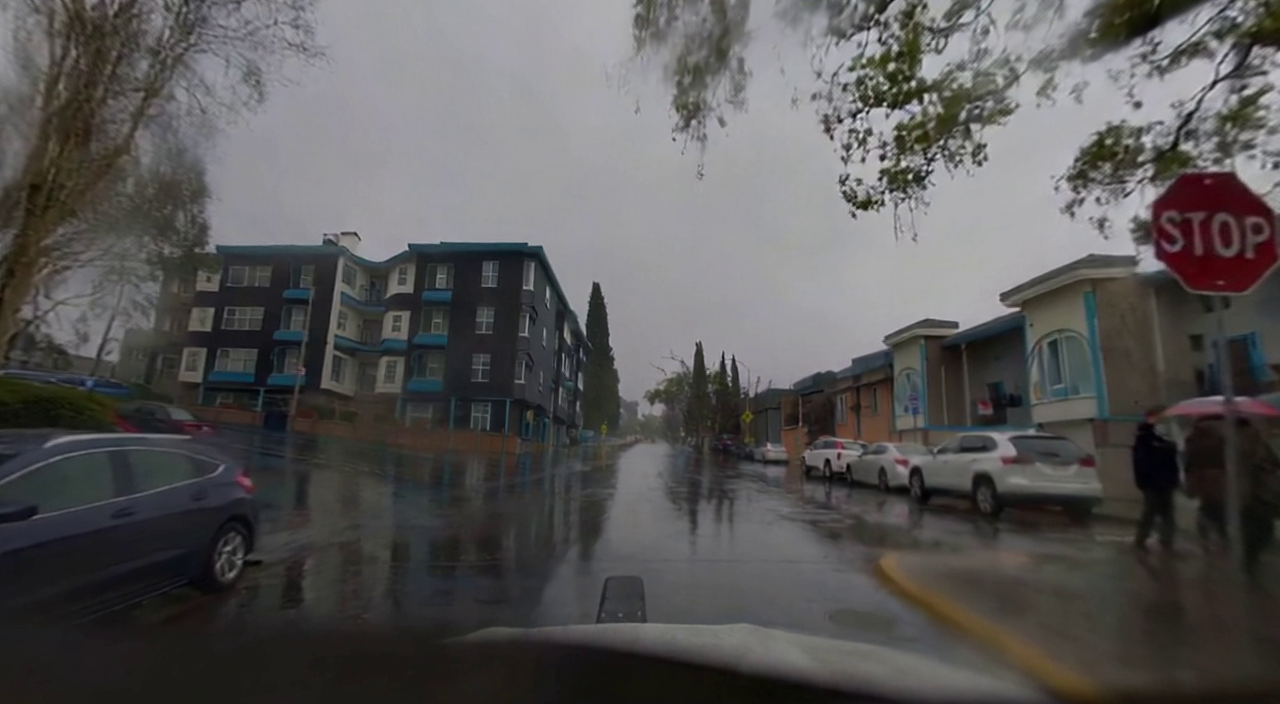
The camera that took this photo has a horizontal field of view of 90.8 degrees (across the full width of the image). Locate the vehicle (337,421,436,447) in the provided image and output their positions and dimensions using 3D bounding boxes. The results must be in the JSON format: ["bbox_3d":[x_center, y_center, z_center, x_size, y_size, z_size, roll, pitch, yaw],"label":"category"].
[{"bbox_3d":[-13.624,4.475,34.194,4.603,1.335,1.889,1,-9,-8],"label":"vehicle"}]

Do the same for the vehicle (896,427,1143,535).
[{"bbox_3d":[7.476,2.566,13.299,2.181,1.792,5.066,0,-8,2],"label":"vehicle"}]

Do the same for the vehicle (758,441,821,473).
[{"bbox_3d":[7.884,5.564,33.738,2.122,1.554,4.777,0,-8,-1],"label":"vehicle"}]

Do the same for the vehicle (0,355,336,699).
[{"bbox_3d":[-4.564,1.146,4.915,2.285,1.712,5.200,1,-9,-6],"label":"vehicle"}]

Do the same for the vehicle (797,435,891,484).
[{"bbox_3d":[7.867,4.178,24.921,1.917,1.704,4.840,0,-9,-2],"label":"vehicle"}]
